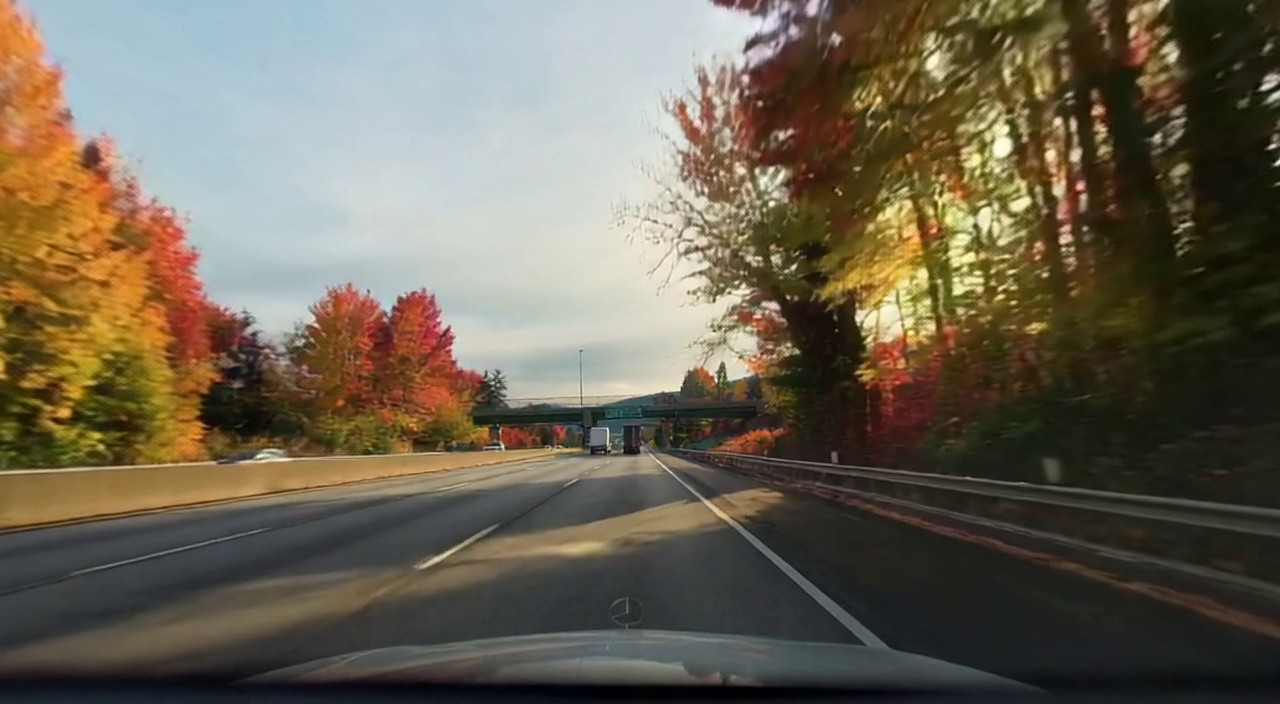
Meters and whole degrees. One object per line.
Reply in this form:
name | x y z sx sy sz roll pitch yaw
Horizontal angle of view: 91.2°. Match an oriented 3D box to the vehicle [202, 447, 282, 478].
vehicle | -22.049 6.117 34.983 1.887 1.499 4.235 1 -8 -3
